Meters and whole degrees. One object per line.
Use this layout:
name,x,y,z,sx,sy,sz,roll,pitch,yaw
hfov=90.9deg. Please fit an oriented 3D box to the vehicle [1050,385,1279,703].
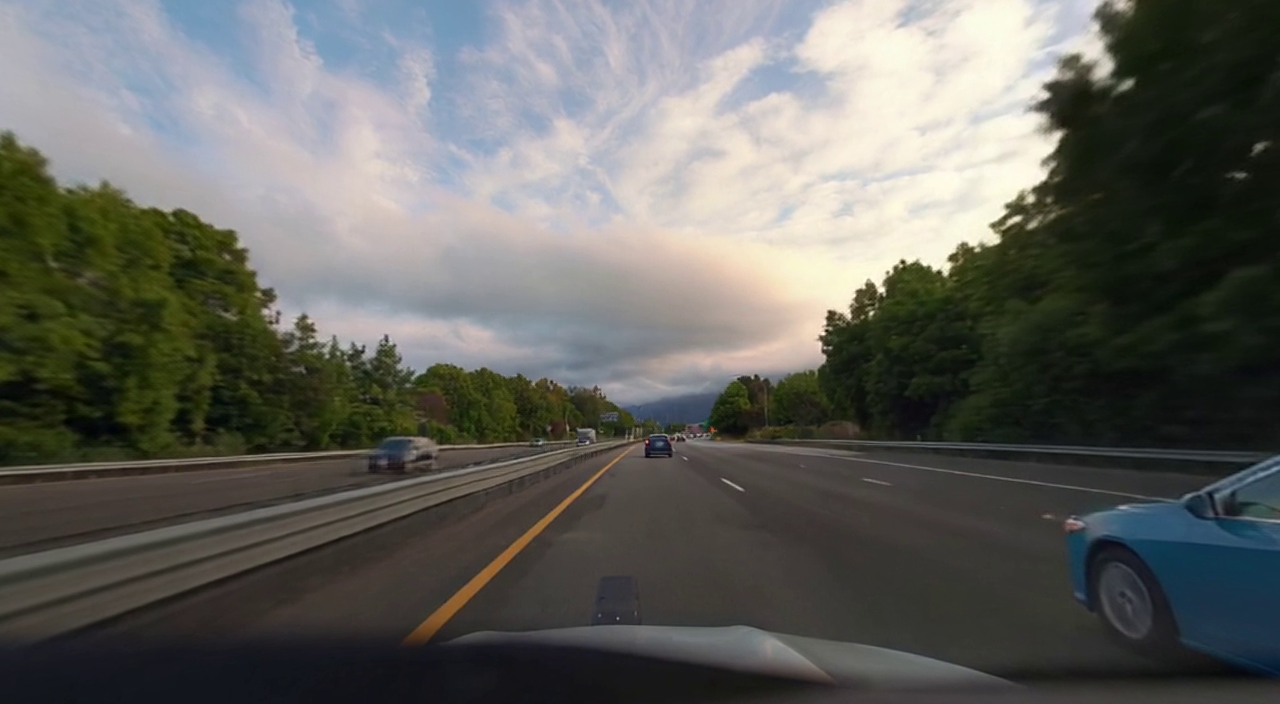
vehicle,3.603,0.749,1.695,1.981,1.467,4.459,0,-8,0

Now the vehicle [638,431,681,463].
vehicle,0.941,4.838,32.378,2.046,1.526,3.903,0,-8,0

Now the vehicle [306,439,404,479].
vehicle,-11.913,4.451,26.683,1.910,1.498,4.618,0,-8,1
